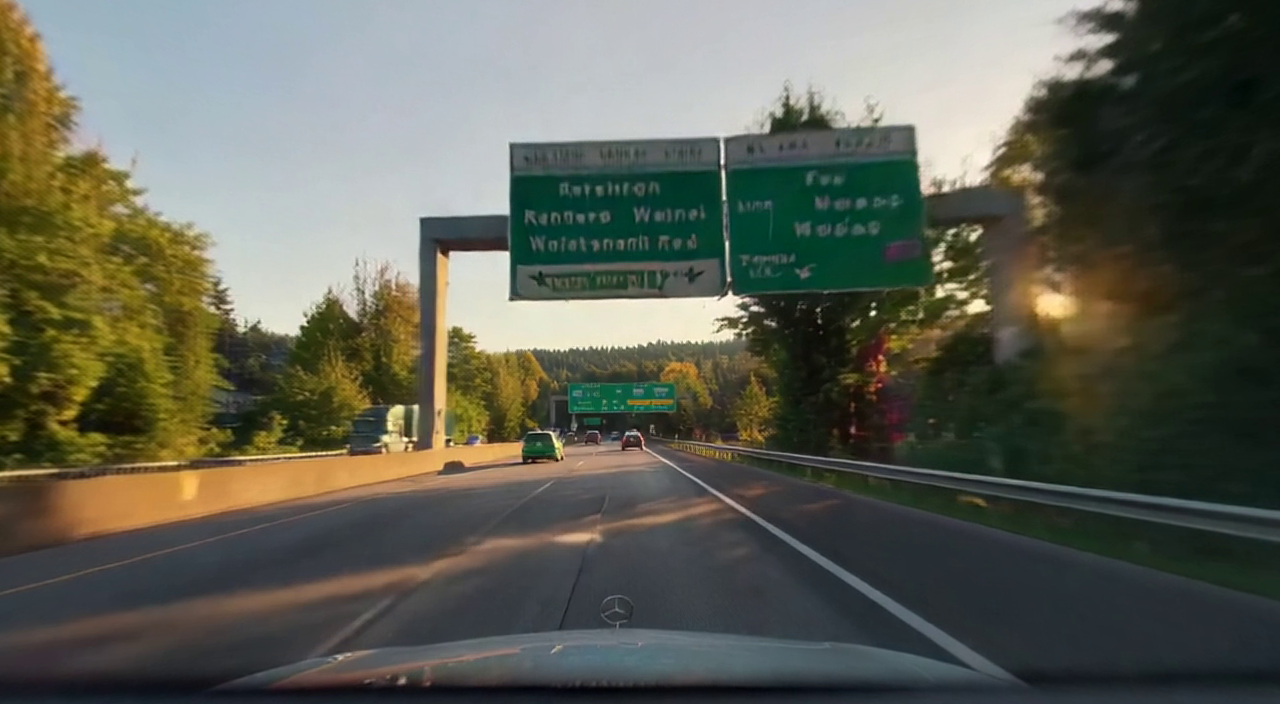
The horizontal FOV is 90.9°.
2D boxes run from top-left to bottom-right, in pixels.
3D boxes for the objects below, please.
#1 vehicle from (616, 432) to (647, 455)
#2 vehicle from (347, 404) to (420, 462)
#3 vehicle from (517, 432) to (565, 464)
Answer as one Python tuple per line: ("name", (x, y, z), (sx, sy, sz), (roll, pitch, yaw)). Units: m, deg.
("vehicle", (-0.597, 6.560, 45.414), (2.139, 1.561, 4.060), (0, -8, -1))
("vehicle", (-18.567, 5.931, 46.026), (2.987, 3.956, 5.796), (0, -8, -2))
("vehicle", (-5.001, 4.882, 32.284), (1.959, 1.514, 3.668), (0, -8, -1))
